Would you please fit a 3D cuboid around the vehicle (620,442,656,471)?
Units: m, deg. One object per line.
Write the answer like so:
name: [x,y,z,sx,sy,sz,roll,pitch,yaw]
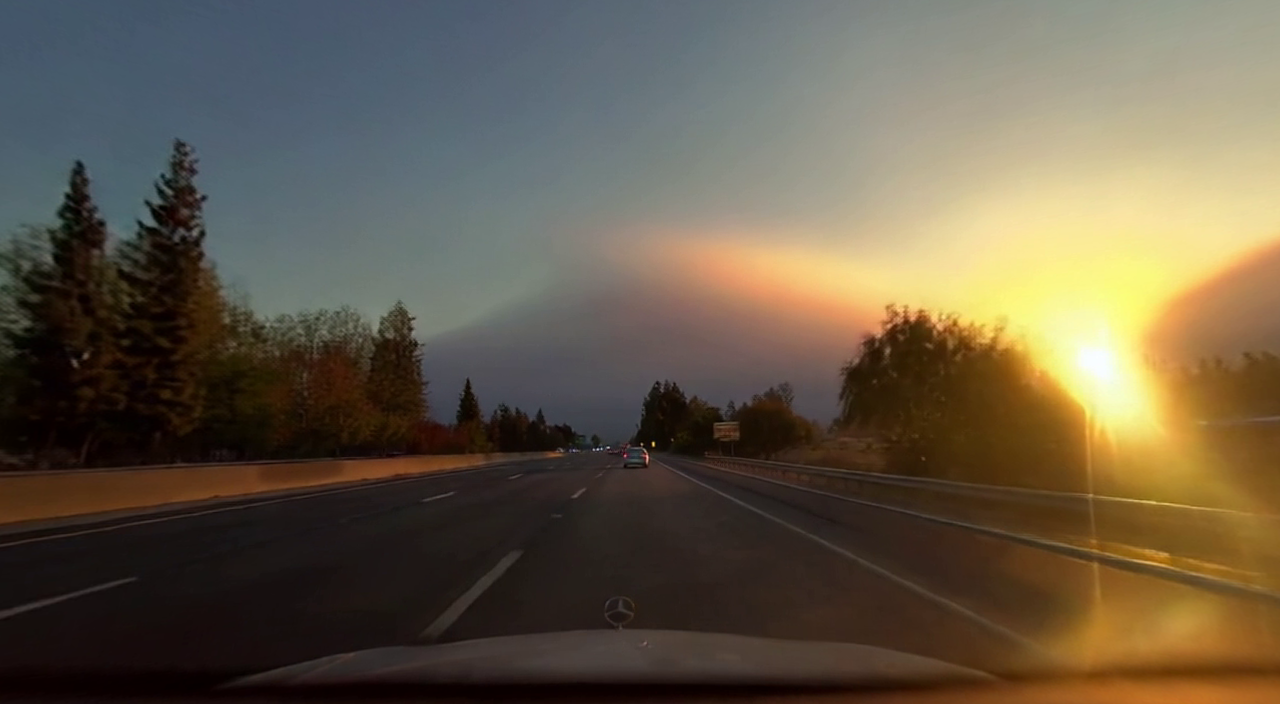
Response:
vehicle: [-0.153,6.540,39.428,2.120,1.715,4.153,0,-9,-1]
